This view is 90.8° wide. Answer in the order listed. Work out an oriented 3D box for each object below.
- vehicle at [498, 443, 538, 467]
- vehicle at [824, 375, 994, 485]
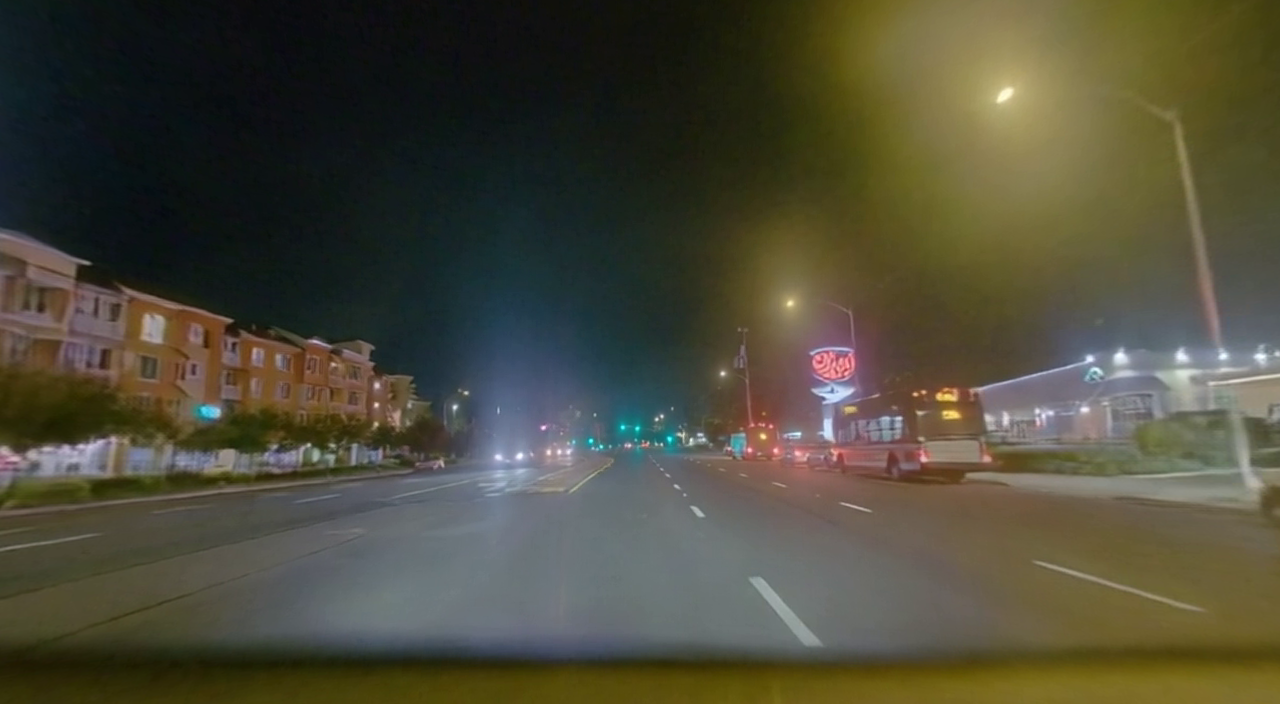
[{"bbox_3d":[-8.984,7.580,46.855,1.939,1.643,4.975,0,-8,1],"label":"vehicle"},{"bbox_3d":[9.921,3.090,24.596,2.897,3.584,7.857,0,-8,-2],"label":"vehicle"}]
